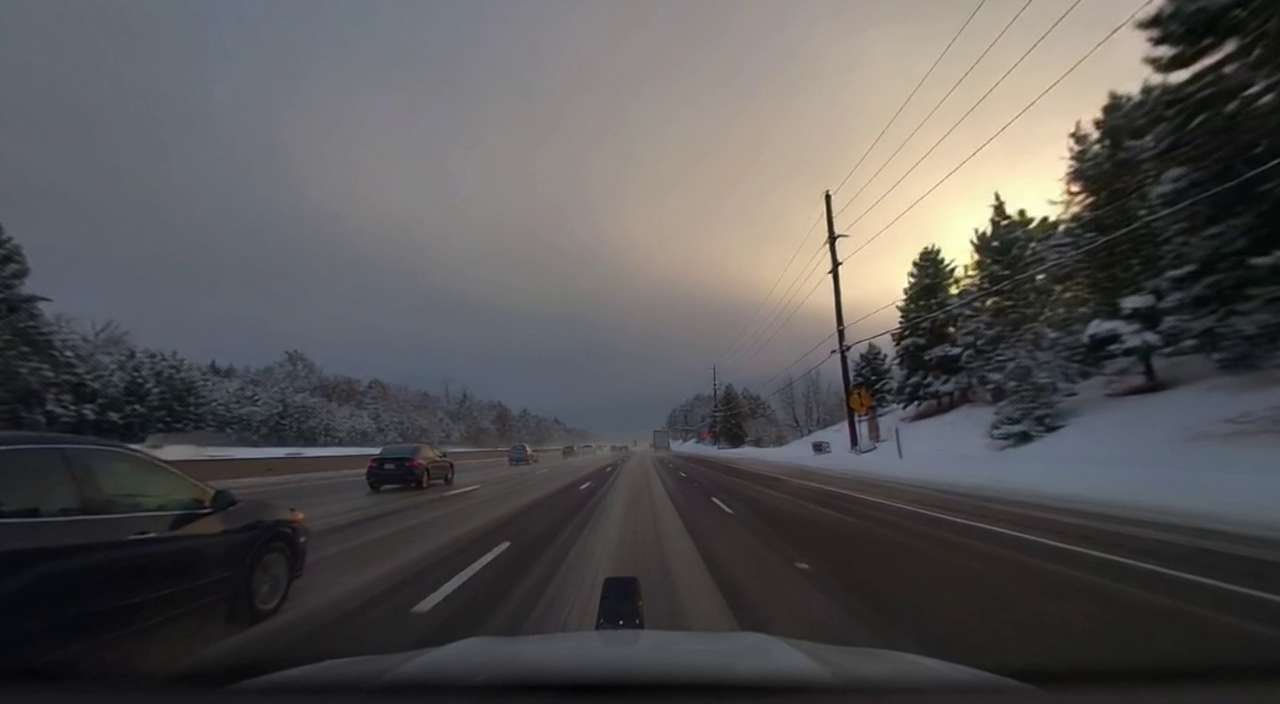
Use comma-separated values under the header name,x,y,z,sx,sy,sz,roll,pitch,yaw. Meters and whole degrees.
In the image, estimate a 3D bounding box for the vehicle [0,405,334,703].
name,x,y,z,sx,sy,sz,roll,pitch,yaw
vehicle,-3.693,1.035,2.893,2.045,1.532,4.954,0,-9,1

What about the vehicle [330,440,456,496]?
name,x,y,z,sx,sy,sz,roll,pitch,yaw
vehicle,-7.467,3.554,19.649,1.946,1.514,4.687,0,-9,1
